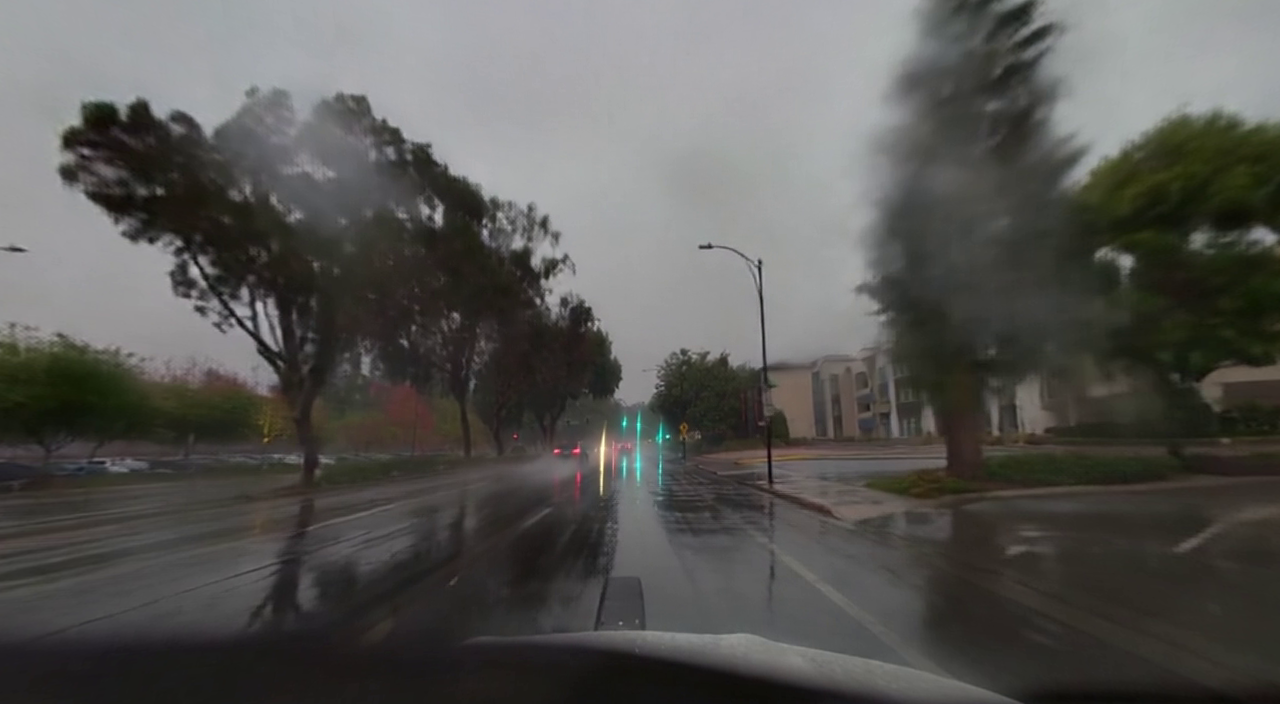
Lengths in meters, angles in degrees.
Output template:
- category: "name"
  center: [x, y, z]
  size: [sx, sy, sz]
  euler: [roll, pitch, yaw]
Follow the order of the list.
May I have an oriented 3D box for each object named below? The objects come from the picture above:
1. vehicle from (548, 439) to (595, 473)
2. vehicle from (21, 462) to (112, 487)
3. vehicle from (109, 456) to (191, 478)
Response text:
- category: "vehicle"
  center: [-3.621, 5.585, 34.130]
  size: [1.959, 1.741, 4.141]
  euler: [0, -8, 1]
- category: "vehicle"
  center: [-36.880, 7.863, 40.682]
  size: [3.950, 1.513, 1.797]
  euler: [0, -9, -5]
- category: "vehicle"
  center: [-37.089, 8.698, 47.878]
  size: [4.463, 1.545, 2.076]
  euler: [-1, -9, 2]
